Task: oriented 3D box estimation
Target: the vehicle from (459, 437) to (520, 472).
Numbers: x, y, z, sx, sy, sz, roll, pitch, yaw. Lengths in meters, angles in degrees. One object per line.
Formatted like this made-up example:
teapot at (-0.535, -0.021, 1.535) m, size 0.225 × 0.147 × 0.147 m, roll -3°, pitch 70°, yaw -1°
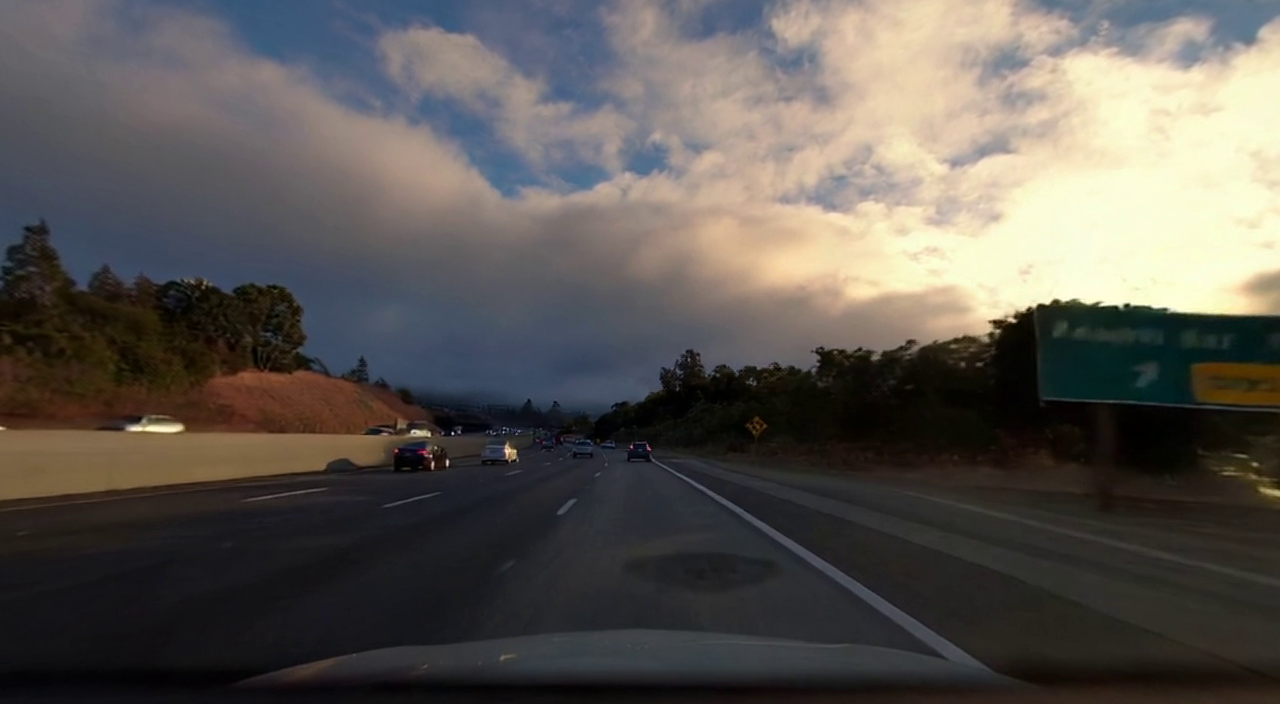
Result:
vehicle at (-7.463, 5.122, 31.718) m, size 2.086 × 1.628 × 4.039 m, roll 0°, pitch -8°, yaw 0°

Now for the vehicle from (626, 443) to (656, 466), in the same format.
vehicle at (0.065, 6.741, 41.695) m, size 1.881 × 1.460 × 3.694 m, roll 0°, pitch -8°, yaw -1°

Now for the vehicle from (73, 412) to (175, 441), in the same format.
vehicle at (-29.472, 4.356, 36.268) m, size 1.941 × 1.532 × 4.732 m, roll 0°, pitch -8°, yaw -1°

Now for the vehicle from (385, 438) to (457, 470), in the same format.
vehicle at (-11.139, 5.218, 32.468) m, size 1.935 × 1.474 × 5.033 m, roll 0°, pitch -8°, yaw 0°
